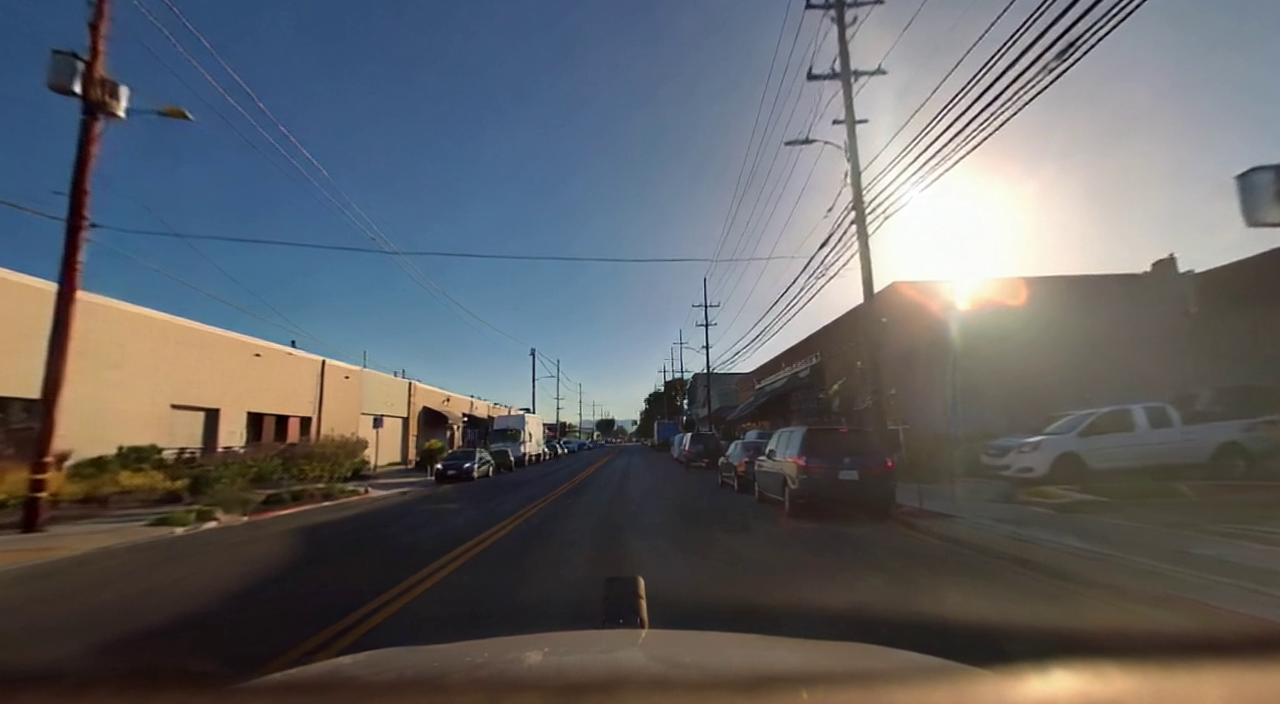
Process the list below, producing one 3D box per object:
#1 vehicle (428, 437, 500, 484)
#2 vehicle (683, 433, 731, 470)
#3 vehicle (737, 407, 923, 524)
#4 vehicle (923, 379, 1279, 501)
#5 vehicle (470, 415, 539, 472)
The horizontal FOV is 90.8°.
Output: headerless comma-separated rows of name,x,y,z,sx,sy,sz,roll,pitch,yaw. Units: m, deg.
vehicle,-7.918,4.934,28.876,2.123,1.802,4.486,-4,-9,-2
vehicle,3.595,5.444,34.644,2.026,1.857,4.699,1,-8,-1
vehicle,3.698,2.375,13.822,2.333,1.967,6.008,0,-8,1
vehicle,10.925,2.015,14.754,7.236,2.219,2.674,-3,-8,-1
vehicle,-8.242,5.698,39.395,2.832,3.101,7.143,-1,-8,-1
